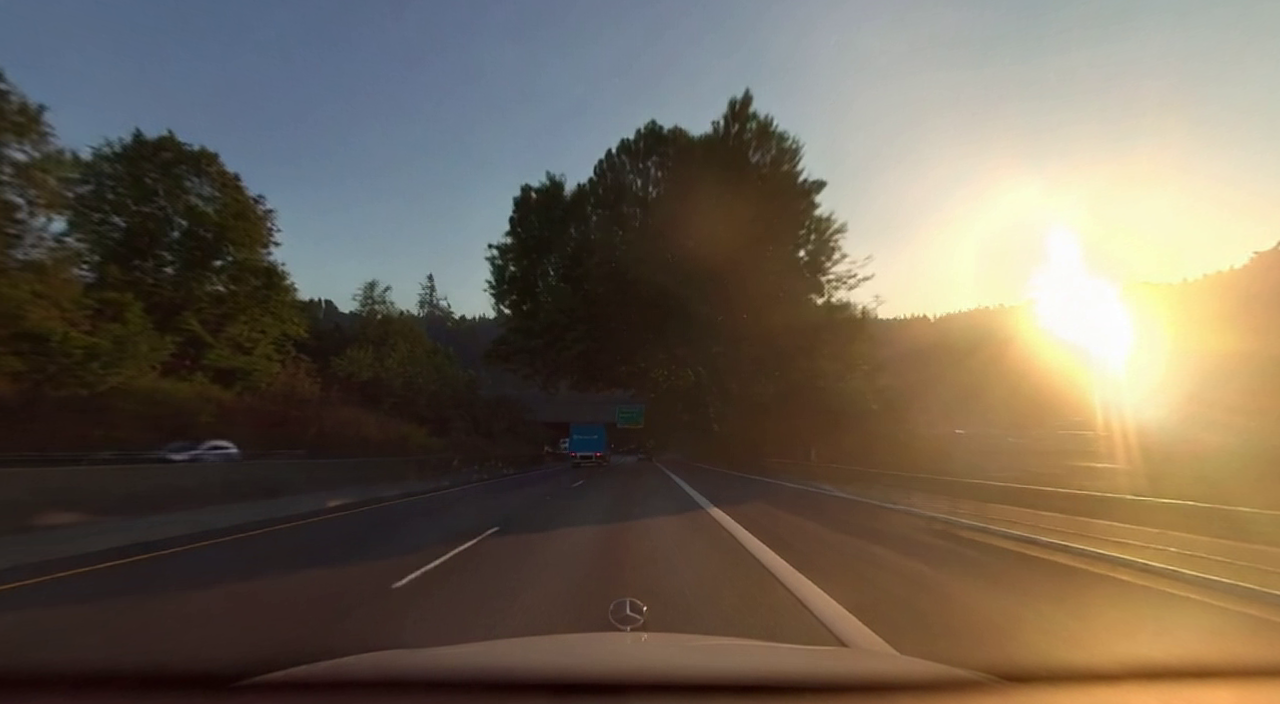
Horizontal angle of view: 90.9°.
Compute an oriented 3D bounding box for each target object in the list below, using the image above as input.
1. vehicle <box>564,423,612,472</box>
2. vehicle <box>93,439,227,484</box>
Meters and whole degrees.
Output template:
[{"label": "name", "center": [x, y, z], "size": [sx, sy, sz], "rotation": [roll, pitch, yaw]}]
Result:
[{"label": "vehicle", "center": [-3.536, 6.701, 44.359], "size": [2.695, 3.151, 6.885], "rotation": [0, -9, 1]}, {"label": "vehicle", "center": [-17.653, 4.024, 23.448], "size": [1.757, 1.491, 4.055], "rotation": [0, -9, 0]}]
